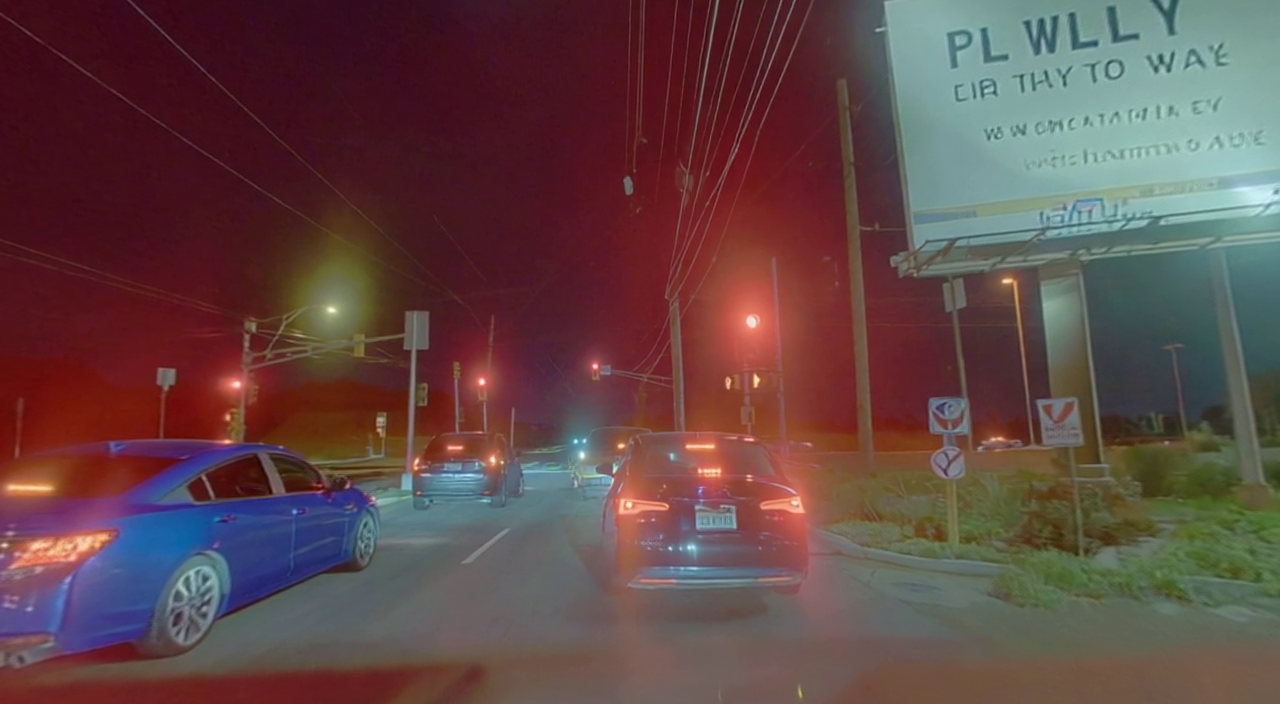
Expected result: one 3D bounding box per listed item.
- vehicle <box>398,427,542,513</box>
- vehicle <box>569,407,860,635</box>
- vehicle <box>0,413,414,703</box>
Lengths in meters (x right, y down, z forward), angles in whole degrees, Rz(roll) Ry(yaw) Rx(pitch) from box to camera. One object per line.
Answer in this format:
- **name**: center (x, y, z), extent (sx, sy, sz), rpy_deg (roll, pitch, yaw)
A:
- **vehicle**: center (-3.333, 2.406, 13.304), extent (1.984, 1.505, 4.047), rpy_deg (0, -9, -2)
- **vehicle**: center (0.415, 1.451, 6.373), extent (1.998, 1.529, 3.960), rpy_deg (0, -9, -3)
- **vehicle**: center (-3.704, 1.372, 5.324), extent (1.956, 1.468, 4.585), rpy_deg (0, -9, -1)
